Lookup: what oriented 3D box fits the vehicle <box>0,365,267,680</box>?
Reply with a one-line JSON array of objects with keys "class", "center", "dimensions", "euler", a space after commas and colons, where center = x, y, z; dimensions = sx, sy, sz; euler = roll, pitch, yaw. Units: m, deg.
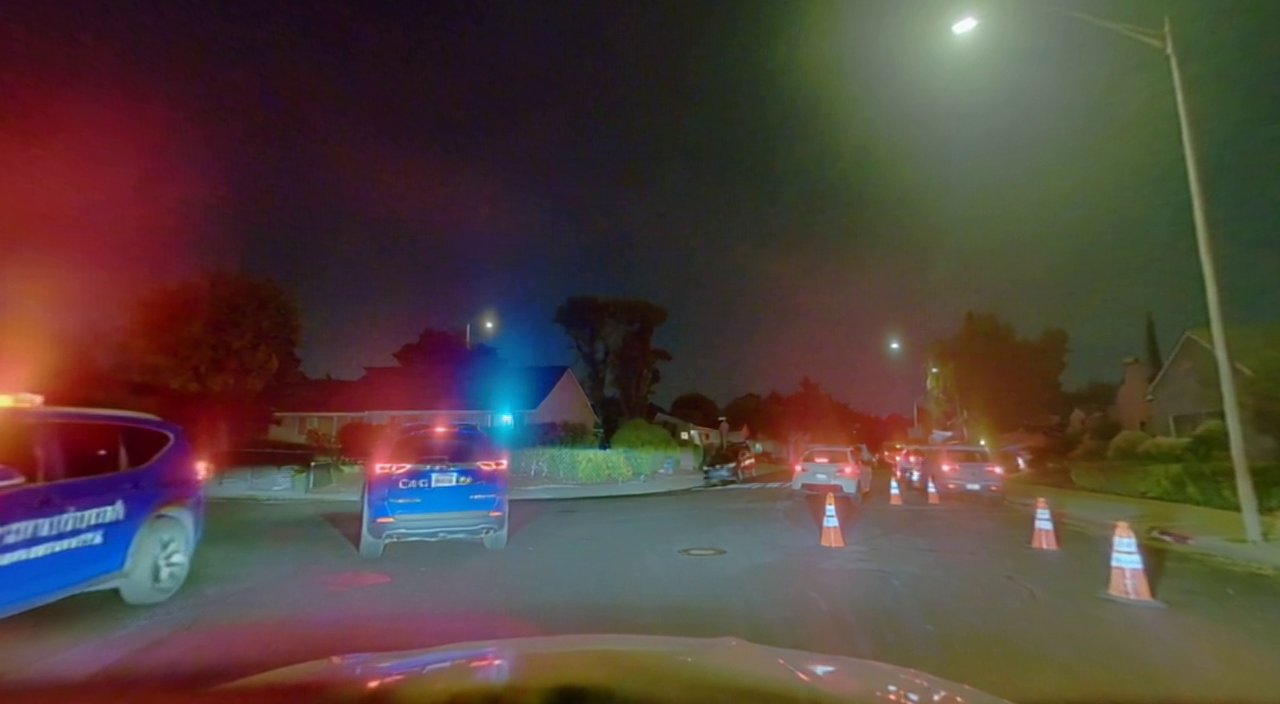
[{"class": "vehicle", "center": [-5.284, 1.183, 4.778], "dimensions": [2.471, 1.892, 4.952], "euler": [1, -9, -9]}]

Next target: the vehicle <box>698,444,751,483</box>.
[{"class": "vehicle", "center": [4.246, 5.446, 31.232], "dimensions": [2.014, 1.742, 4.297], "euler": [-2, -9, 15]}]

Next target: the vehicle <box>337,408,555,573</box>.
[{"class": "vehicle", "center": [-2.991, 1.827, 9.147], "dimensions": [2.350, 1.748, 4.094], "euler": [4, -9, -24]}]

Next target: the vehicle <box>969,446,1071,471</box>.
[{"class": "vehicle", "center": [23.774, 6.668, 39.694], "dimensions": [5.066, 1.534, 1.905], "euler": [-2, -9, 11]}]

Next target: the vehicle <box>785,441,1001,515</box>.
[{"class": "vehicle", "center": [6.319, 3.091, 15.967], "dimensions": [4.656, 1.577, 2.099], "euler": [1, -8, -15]}]
